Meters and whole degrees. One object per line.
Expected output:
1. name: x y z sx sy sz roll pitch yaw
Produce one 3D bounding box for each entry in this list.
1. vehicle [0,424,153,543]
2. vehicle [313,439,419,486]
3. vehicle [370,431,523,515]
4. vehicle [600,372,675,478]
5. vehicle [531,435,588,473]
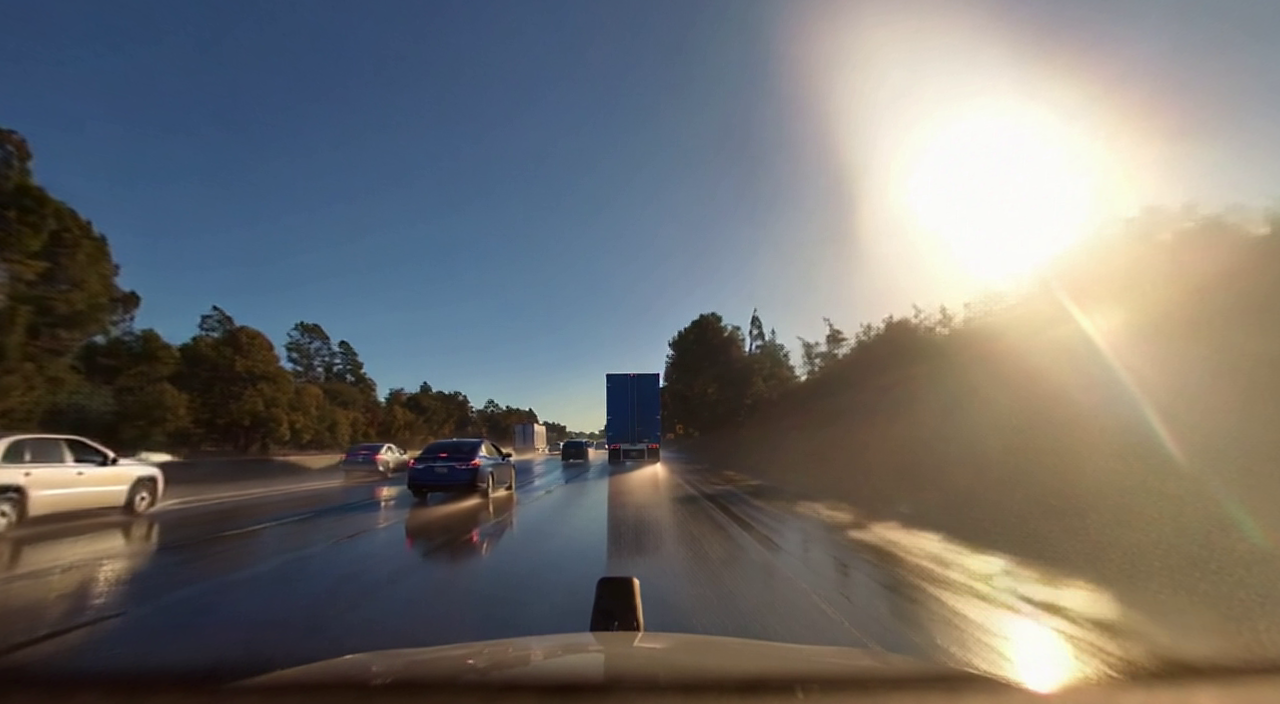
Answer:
1. vehicle: -9.561 1.843 8.957 1.952 1.590 4.090 0 -8 0
2. vehicle: -9.599 3.884 22.481 1.863 1.474 4.278 0 -8 0
3. vehicle: -4.103 2.624 14.163 2.164 1.582 3.979 0 -8 0
4. vehicle: -0.276 3.584 29.873 2.913 4.113 10.724 0 -8 -2
5. vehicle: -3.763 4.863 30.223 2.158 1.680 4.087 0 -8 1
